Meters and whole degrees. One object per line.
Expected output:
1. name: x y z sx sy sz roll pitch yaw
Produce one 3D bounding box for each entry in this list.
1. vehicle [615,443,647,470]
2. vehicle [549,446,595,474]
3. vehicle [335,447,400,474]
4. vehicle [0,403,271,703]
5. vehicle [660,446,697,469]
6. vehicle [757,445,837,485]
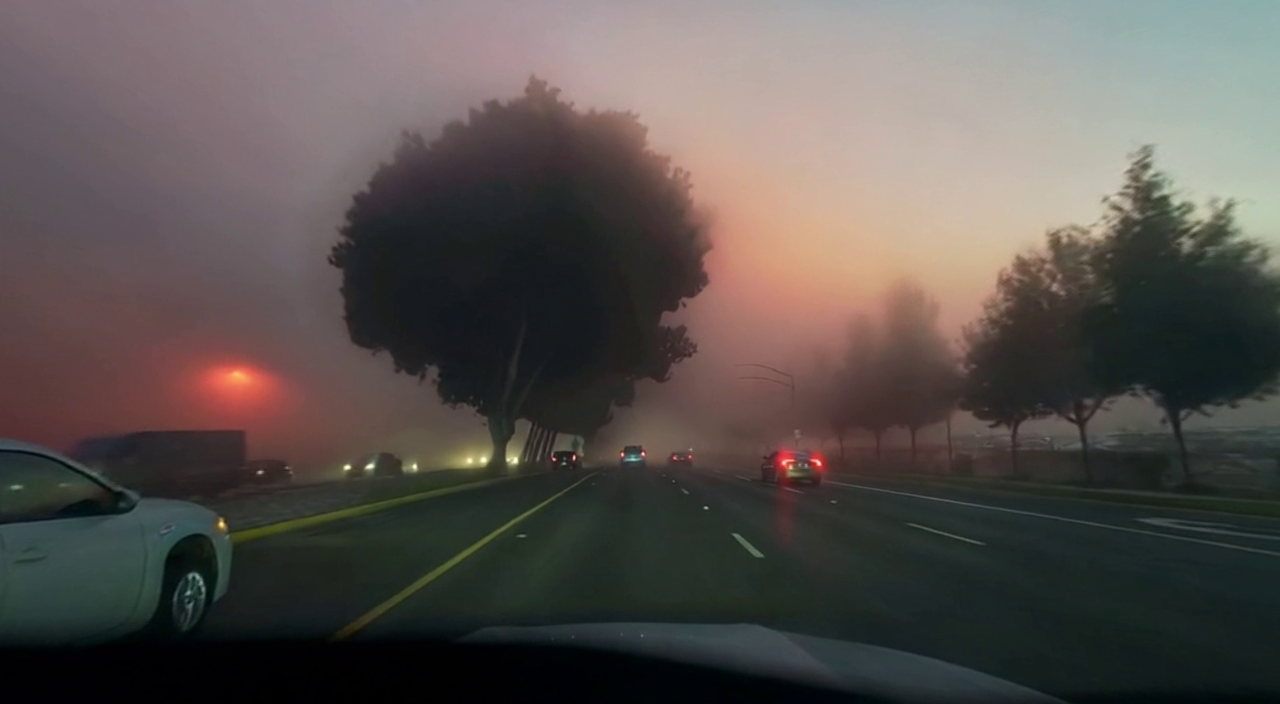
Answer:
1. vehicle: -0.618 6.890 41.879 2.008 1.716 4.125 0 -8 -1
2. vehicle: -3.853 6.161 36.417 2.163 1.474 4.413 0 -8 0
3. vehicle: -15.949 6.367 37.206 1.835 1.455 4.487 0 -8 0
4. vehicle: -3.736 0.927 2.430 2.018 1.476 4.364 0 -8 0
5. vehicle: 2.499 6.969 41.809 2.014 1.430 4.103 0 -8 -2
6. vehicle: 6.278 4.549 25.863 2.028 1.451 4.625 0 -8 -1
